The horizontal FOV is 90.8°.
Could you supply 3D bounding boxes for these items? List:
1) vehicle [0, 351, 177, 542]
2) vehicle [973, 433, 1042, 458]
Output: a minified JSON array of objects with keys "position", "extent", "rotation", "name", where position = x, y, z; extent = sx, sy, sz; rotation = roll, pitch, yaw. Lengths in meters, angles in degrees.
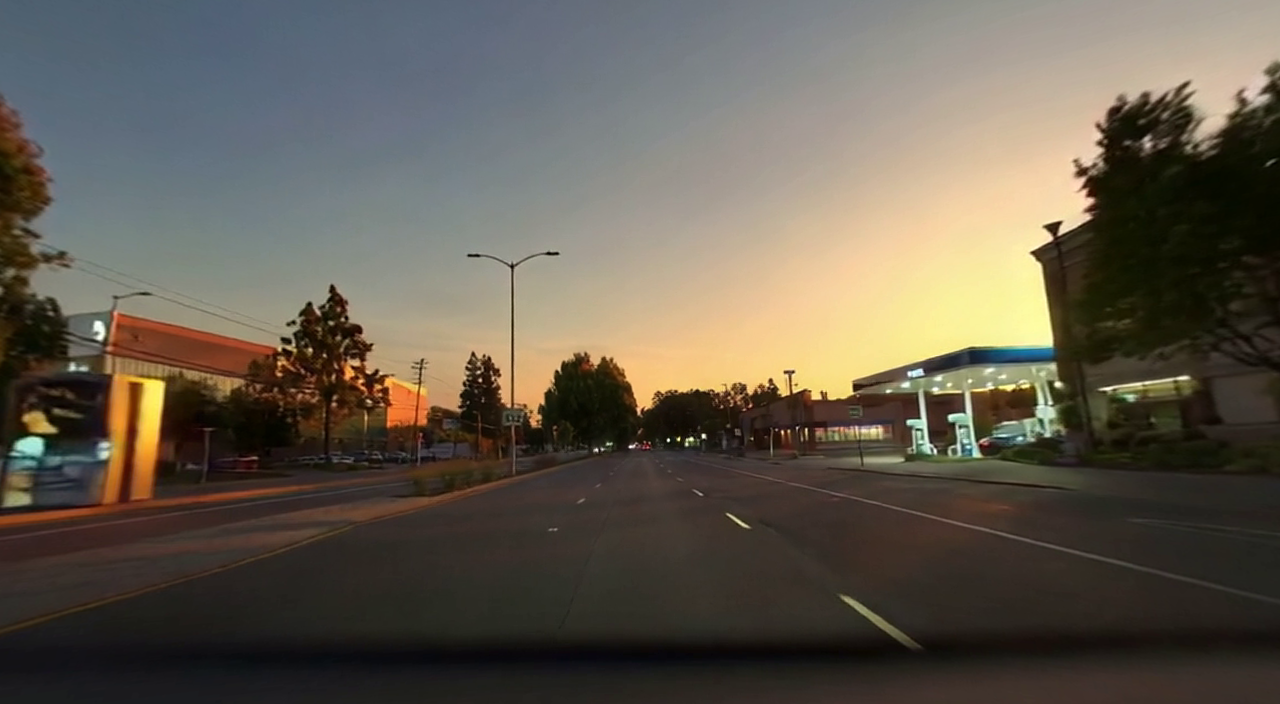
[{"position":[-12.394,1.954,13.327],"extent":[2.509,3.502,3.191],"rotation":[-1,-8,3],"name":"vehicle"},{"position":[23.114,5.938,39.936],"extent":[1.747,1.371,4.368],"rotation":[-3,-10,0],"name":"vehicle"}]
